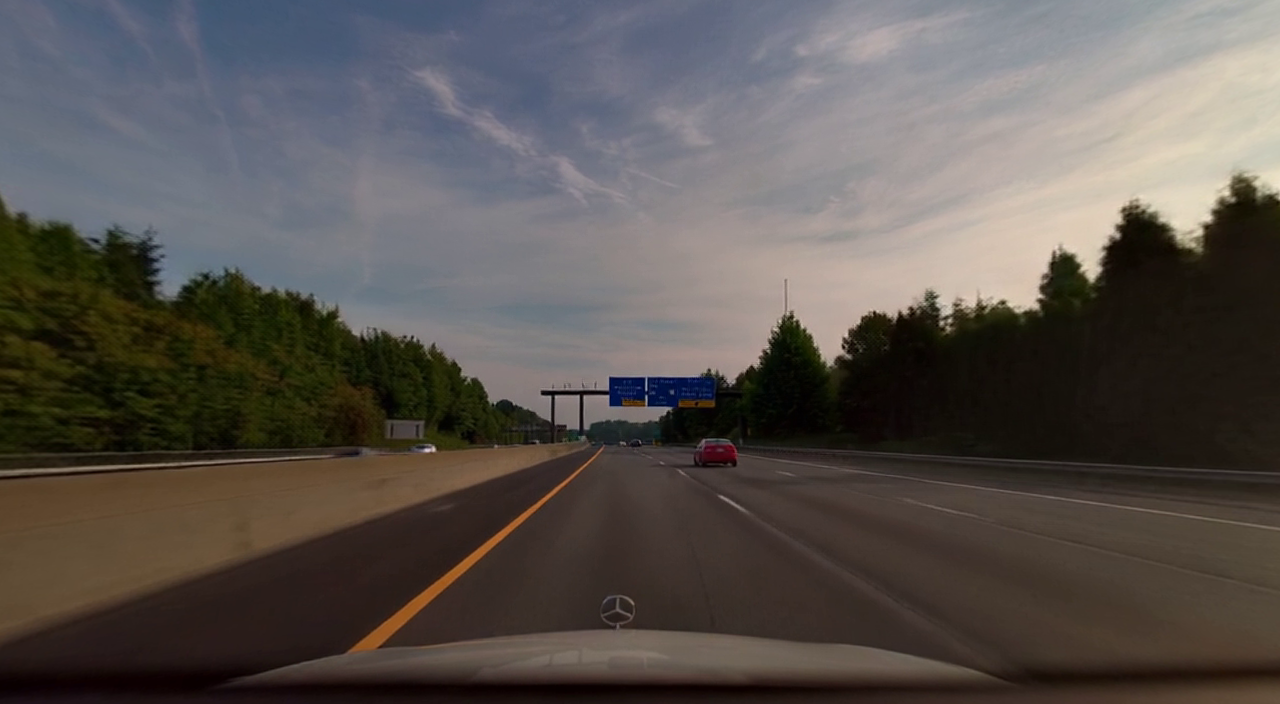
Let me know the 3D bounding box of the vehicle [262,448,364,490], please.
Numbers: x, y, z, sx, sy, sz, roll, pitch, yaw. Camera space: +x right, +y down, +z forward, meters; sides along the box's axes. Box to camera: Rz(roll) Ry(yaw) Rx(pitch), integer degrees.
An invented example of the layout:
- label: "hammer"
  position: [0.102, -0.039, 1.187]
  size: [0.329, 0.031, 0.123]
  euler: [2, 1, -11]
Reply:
- label: "vehicle"
  position: [-13.403, 4.778, 26.170]
  size: [1.924, 1.488, 4.511]
  euler: [0, -8, -2]

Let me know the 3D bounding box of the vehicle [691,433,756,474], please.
- label: "vehicle"
  position: [3.376, 4.197, 26.374]
  size: [1.958, 1.526, 4.227]
  euler: [1, -8, -3]
